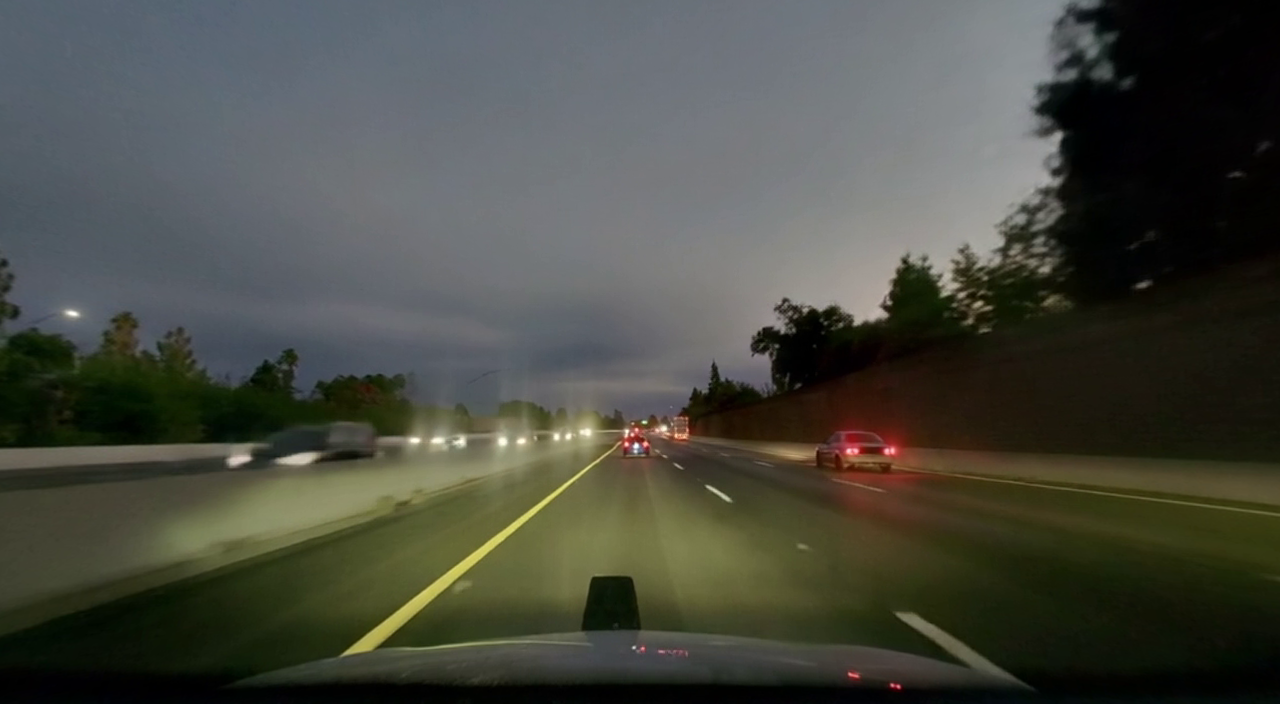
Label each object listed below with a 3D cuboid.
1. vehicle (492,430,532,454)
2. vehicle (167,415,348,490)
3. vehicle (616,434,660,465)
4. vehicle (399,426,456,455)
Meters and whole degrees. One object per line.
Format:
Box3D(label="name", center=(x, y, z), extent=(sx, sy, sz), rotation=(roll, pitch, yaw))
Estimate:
Box3D(label="vehicle", center=(-8.560, 6.038, 42.451), extent=(1.941, 1.506, 3.768), rotation=(0, -8, 0))
Box3D(label="vehicle", center=(-8.793, 2.332, 14.968), extent=(1.842, 1.511, 3.979), rotation=(0, -8, -1))
Box3D(label="vehicle", center=(-0.148, 4.965, 32.446), extent=(2.119, 1.480, 4.000), rotation=(0, -8, -1))
Box3D(label="vehicle", center=(-12.818, 5.341, 38.218), extent=(1.974, 1.647, 4.270), rotation=(0, -8, 0))
